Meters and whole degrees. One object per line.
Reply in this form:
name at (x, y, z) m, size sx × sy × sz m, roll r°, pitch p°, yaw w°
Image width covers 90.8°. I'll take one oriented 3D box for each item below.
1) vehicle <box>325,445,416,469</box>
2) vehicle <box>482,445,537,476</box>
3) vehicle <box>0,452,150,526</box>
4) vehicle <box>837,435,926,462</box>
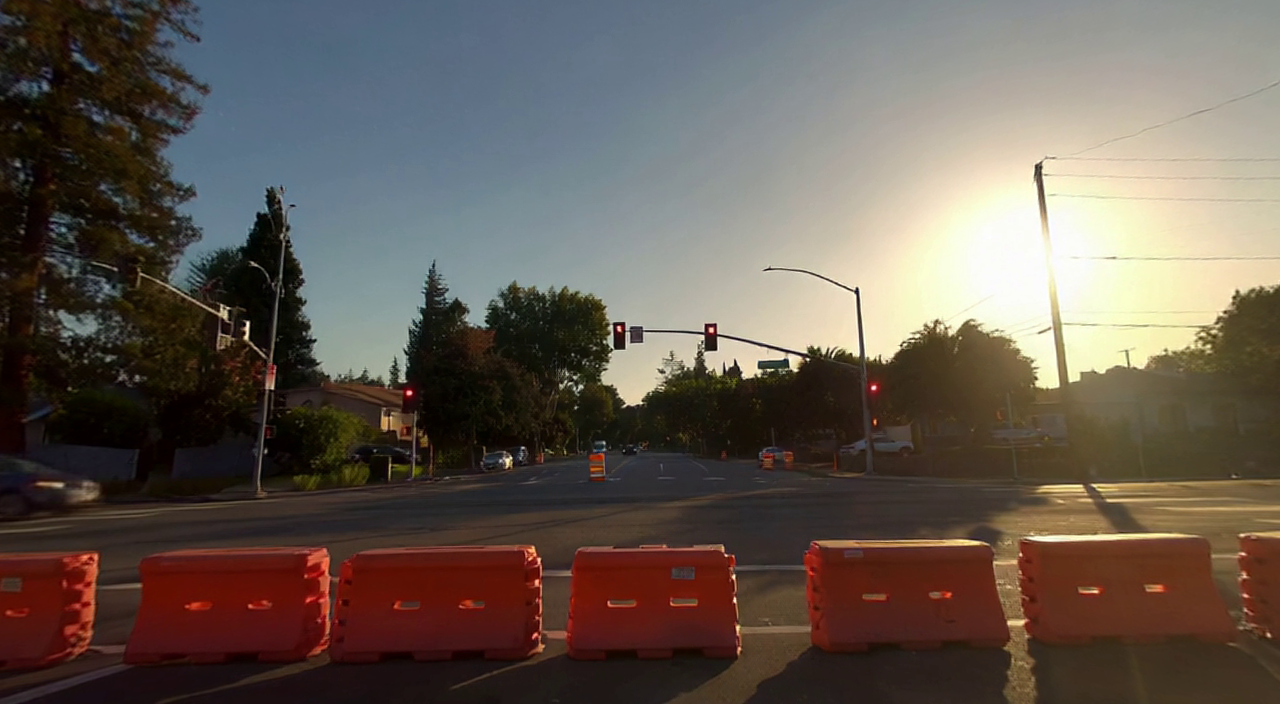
vehicle at (-16.392, 6.377, 38.598) m, size 4.713 × 1.409 × 1.918 m, roll 0°, pitch -8°, yaw -2°
vehicle at (-6.605, 5.531, 32.397) m, size 1.881 × 1.452 × 4.121 m, roll 0°, pitch -8°, yaw 0°
vehicle at (-14.294, 3.019, 14.152) m, size 4.860 × 1.483 × 2.077 m, roll 0°, pitch -8°, yaw -1°
vehicle at (15.376, 6.175, 40.326) m, size 4.892 × 1.656 × 1.856 m, roll 0°, pitch -8°, yaw 0°
